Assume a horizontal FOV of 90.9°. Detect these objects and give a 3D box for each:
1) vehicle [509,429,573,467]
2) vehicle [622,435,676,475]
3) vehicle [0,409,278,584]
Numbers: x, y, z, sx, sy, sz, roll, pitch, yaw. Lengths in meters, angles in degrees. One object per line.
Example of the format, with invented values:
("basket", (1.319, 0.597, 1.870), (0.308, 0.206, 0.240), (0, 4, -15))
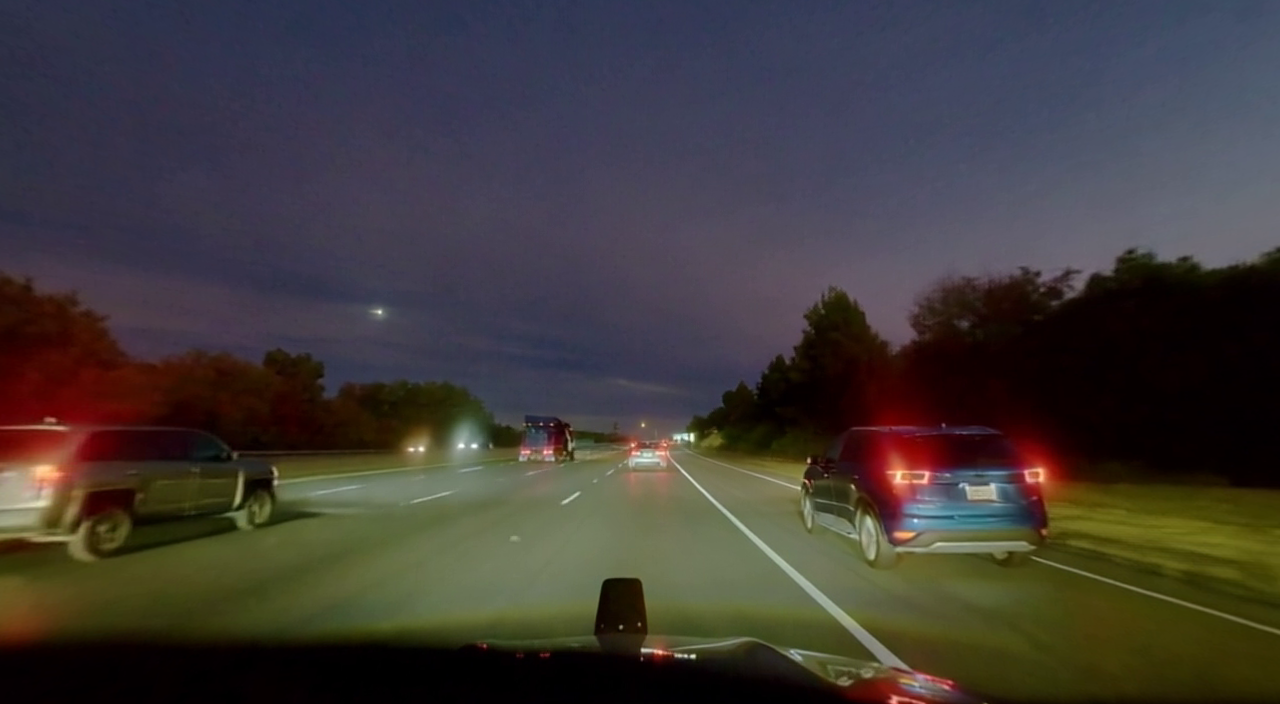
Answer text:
("vehicle", (-6.260, 6.225, 41.099), (2.827, 2.236, 7.057), (0, -8, 2))
("vehicle", (0.431, 4.749, 29.317), (2.336, 1.722, 4.212), (0, -8, 1))
("vehicle", (-7.110, 1.684, 8.113), (2.115, 1.644, 4.513), (0, -8, 1))
